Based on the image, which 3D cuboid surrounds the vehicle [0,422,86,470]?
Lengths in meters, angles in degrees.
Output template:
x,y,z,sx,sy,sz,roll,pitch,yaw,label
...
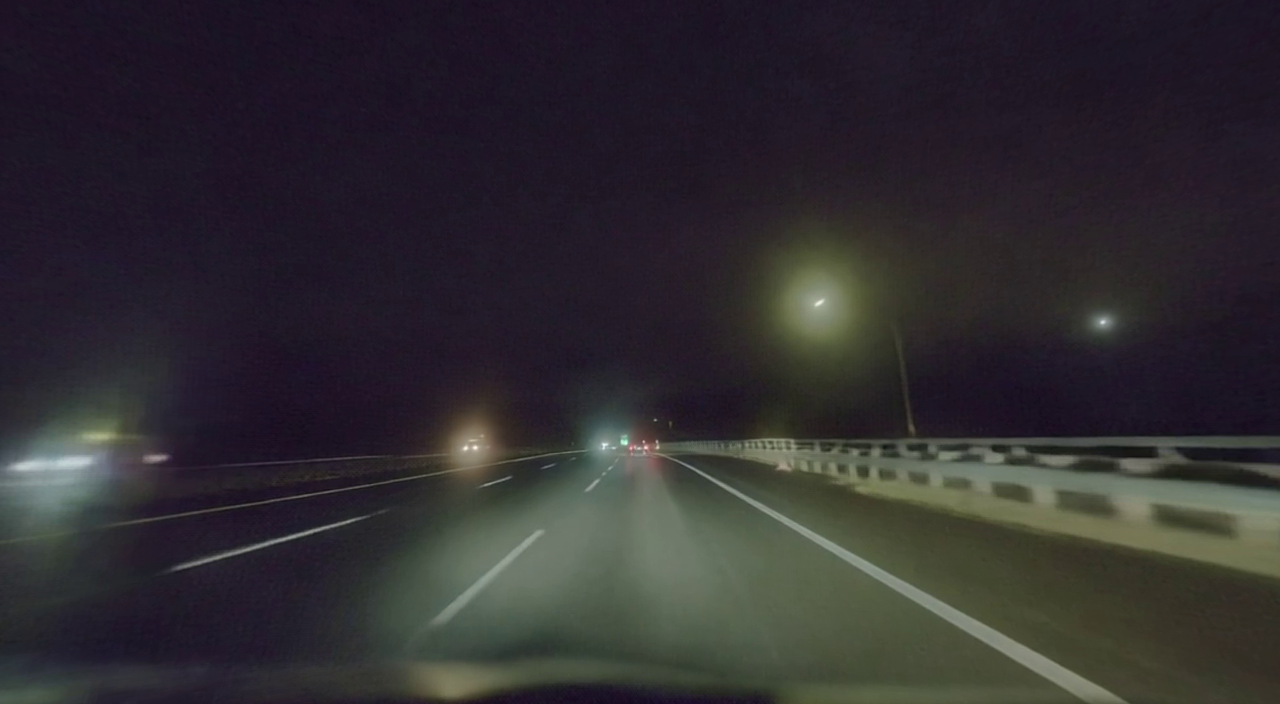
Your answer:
x,y,z,sx,sy,sz,roll,pitch,yaw,label
-24.026,3.529,23.609,2.268,1.693,4.484,-1,-8,0,vehicle
